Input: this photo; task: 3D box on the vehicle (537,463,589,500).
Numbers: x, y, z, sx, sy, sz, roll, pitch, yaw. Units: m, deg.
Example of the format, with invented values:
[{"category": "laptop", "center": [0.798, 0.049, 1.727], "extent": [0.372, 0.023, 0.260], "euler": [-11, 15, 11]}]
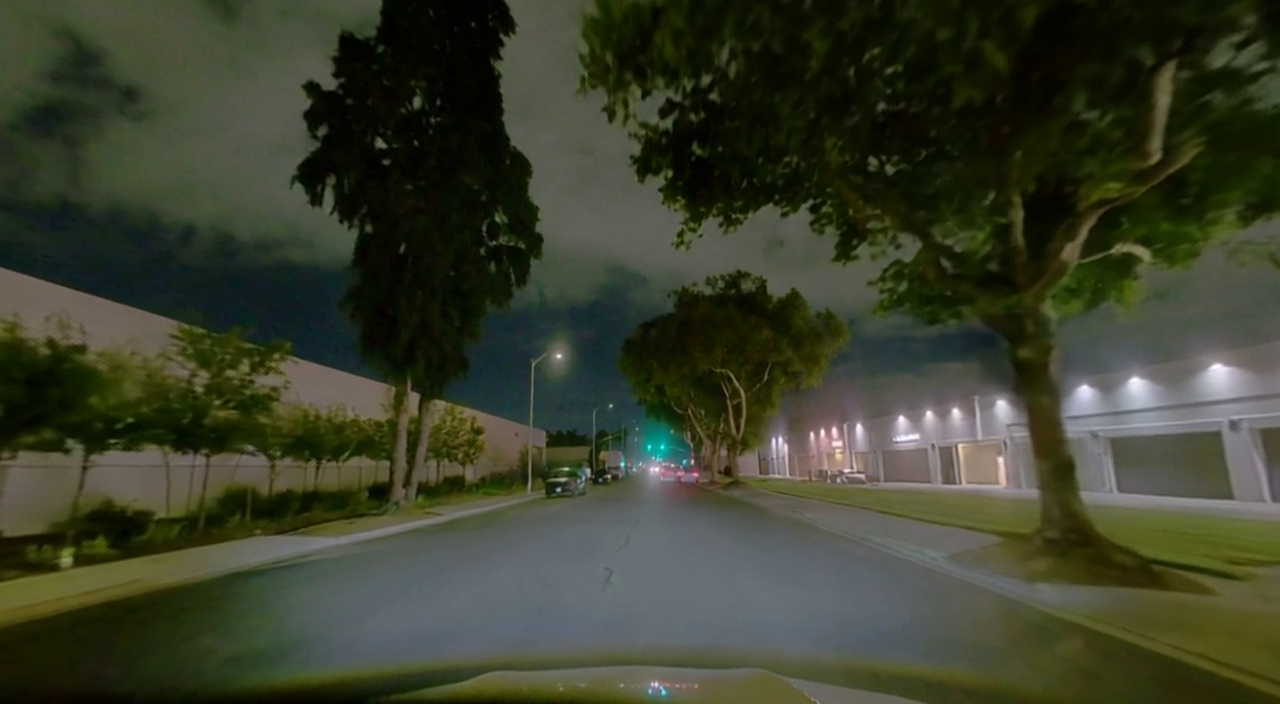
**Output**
[{"category": "vehicle", "center": [-3.831, 6.528, 32.037], "extent": [1.927, 1.580, 4.556], "euler": [-2, -9, 2]}]
